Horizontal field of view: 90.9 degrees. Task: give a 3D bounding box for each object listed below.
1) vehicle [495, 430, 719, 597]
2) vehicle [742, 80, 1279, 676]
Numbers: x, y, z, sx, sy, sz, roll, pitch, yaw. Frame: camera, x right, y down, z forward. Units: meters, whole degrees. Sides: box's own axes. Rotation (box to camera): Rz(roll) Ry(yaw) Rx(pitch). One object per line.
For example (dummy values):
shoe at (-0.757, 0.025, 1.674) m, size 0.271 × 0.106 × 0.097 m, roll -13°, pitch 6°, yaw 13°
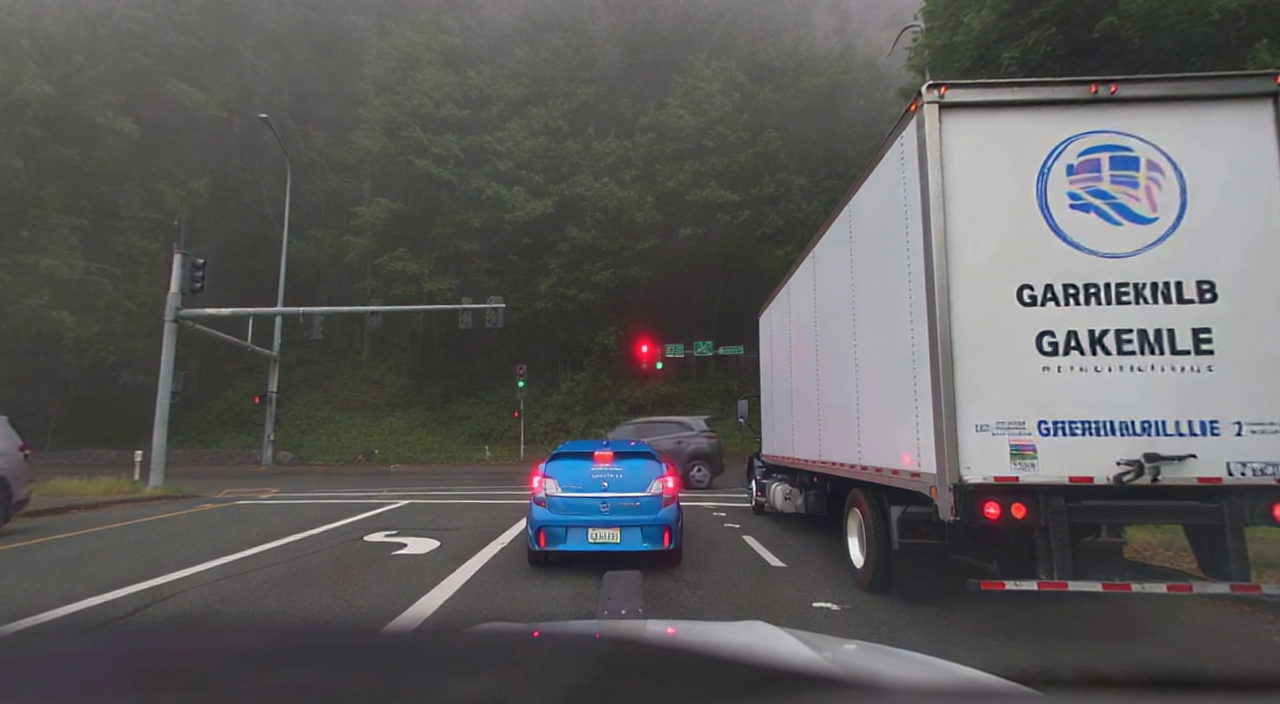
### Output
vehicle at (-0.327, 1.712, 7.427) m, size 1.975 × 1.457 × 3.526 m, roll 0°, pitch -9°, yaw -1°
vehicle at (3.569, 0.781, 8.784) m, size 2.884 × 3.753 × 9.763 m, roll 0°, pitch -9°, yaw 2°
